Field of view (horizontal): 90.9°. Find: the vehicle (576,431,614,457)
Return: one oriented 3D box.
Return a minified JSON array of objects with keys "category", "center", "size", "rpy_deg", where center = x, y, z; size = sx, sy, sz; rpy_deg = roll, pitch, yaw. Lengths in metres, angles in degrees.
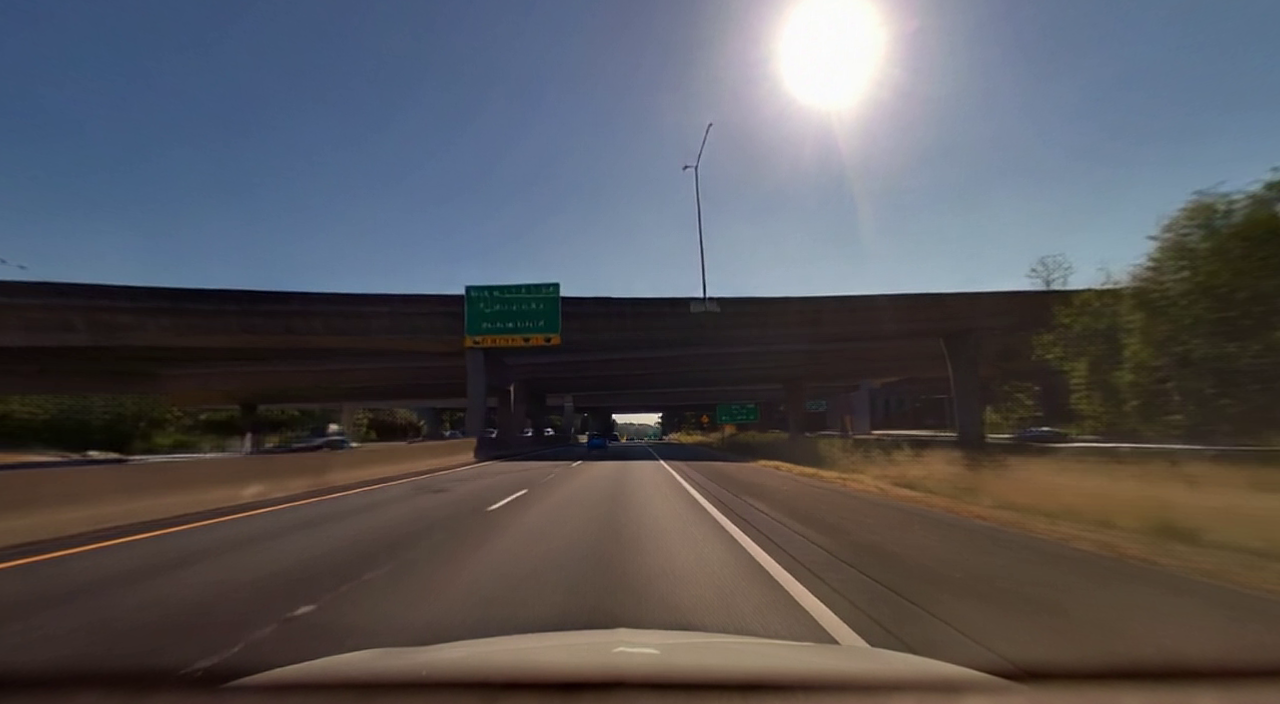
[{"category":"vehicle","center":[-2.964,6.173,42.301],"size":[2.086,1.624,4.607],"rpy_deg":[0,-8,1]}]

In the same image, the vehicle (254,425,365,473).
[{"category":"vehicle","center":[-13.328,3.927,25.792],"size":[1.967,1.764,4.733],"rpy_deg":[0,-8,0]}]

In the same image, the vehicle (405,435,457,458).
[{"category":"vehicle","center":[-13.768,6.250,41.762],"size":[1.937,1.424,4.454],"rpy_deg":[0,-8,0]}]
